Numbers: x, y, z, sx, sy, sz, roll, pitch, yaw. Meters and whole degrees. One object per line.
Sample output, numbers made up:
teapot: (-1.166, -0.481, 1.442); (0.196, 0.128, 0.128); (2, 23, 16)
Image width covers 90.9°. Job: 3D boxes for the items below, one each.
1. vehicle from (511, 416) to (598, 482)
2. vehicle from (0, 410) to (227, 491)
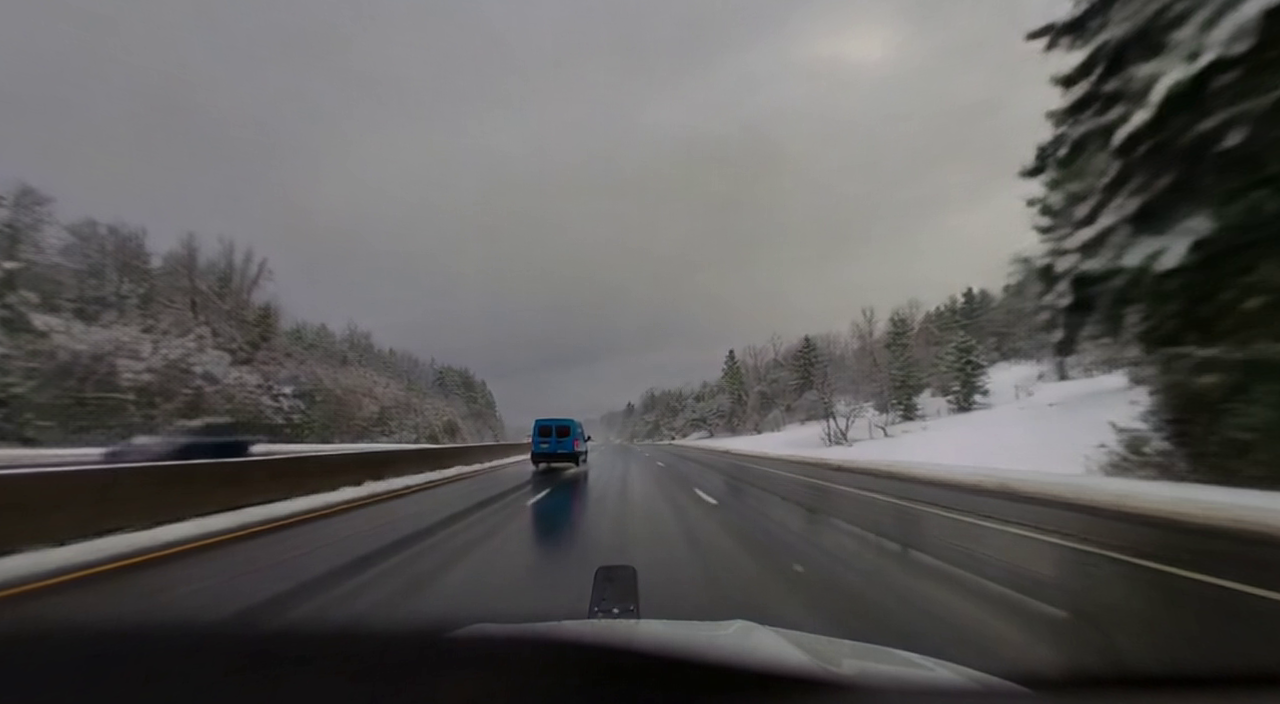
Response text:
vehicle: (-2.780, 3.275, 21.633); (2.297, 2.011, 4.736); (0, -8, 0)
vehicle: (-12.274, 2.212, 14.676); (2.128, 1.573, 4.641); (0, -7, 0)
